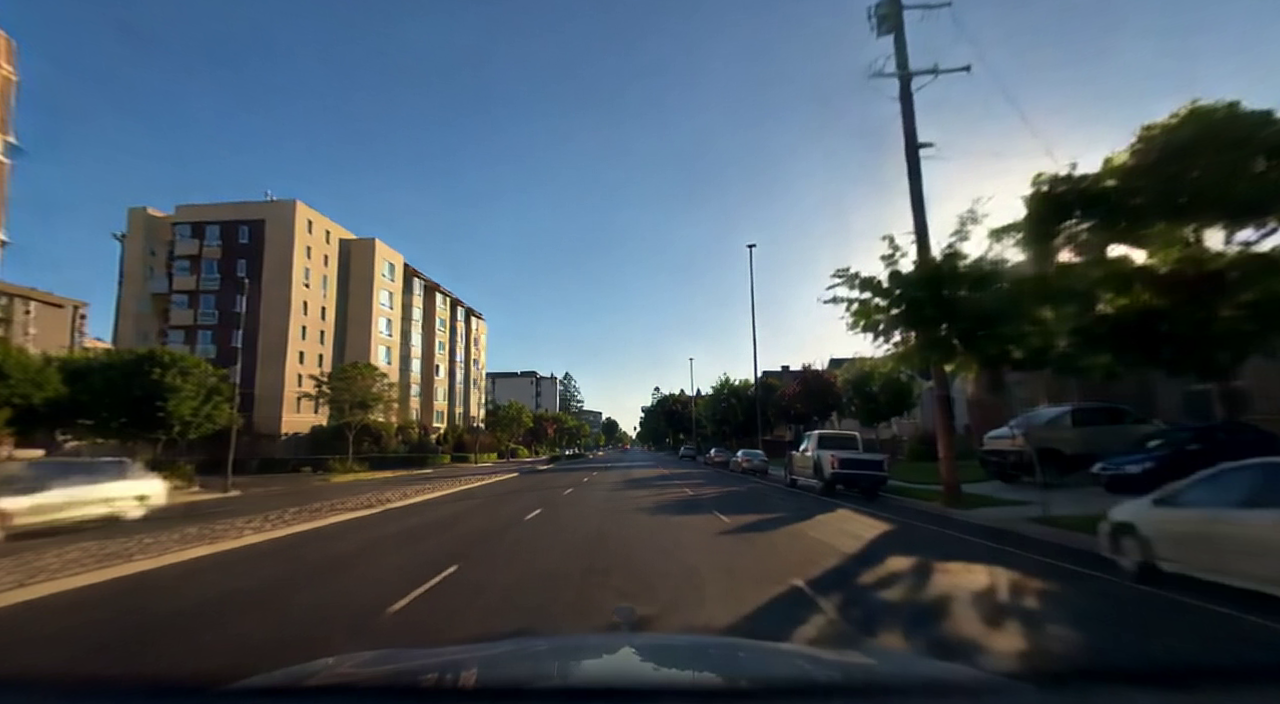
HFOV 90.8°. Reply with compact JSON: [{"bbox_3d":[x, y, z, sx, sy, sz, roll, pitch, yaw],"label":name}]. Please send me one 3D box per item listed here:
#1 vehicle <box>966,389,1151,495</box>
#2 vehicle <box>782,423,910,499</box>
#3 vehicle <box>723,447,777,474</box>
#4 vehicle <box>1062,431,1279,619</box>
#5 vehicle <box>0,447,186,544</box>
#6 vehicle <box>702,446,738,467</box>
[{"bbox_3d":[11.812,2.608,18.325,1.794,2.637,4.533,-1,-9,-5],"label":"vehicle"},{"bbox_3d":[6.283,3.428,20.287,2.267,2.037,6.240,-1,-9,3],"label":"vehicle"},{"bbox_3d":[6.042,6.034,35.425,2.013,1.408,5.011,0,-9,-1],"label":"vehicle"},{"bbox_3d":[6.158,1.463,5.546,1.914,1.517,4.320,0,-9,0],"label":"vehicle"},{"bbox_3d":[-10.679,2.457,11.317,1.847,1.460,4.294,0,-9,1],"label":"vehicle"},{"bbox_3d":[5.912,7.808,47.516,1.944,1.478,4.885,0,-9,-2],"label":"vehicle"}]
